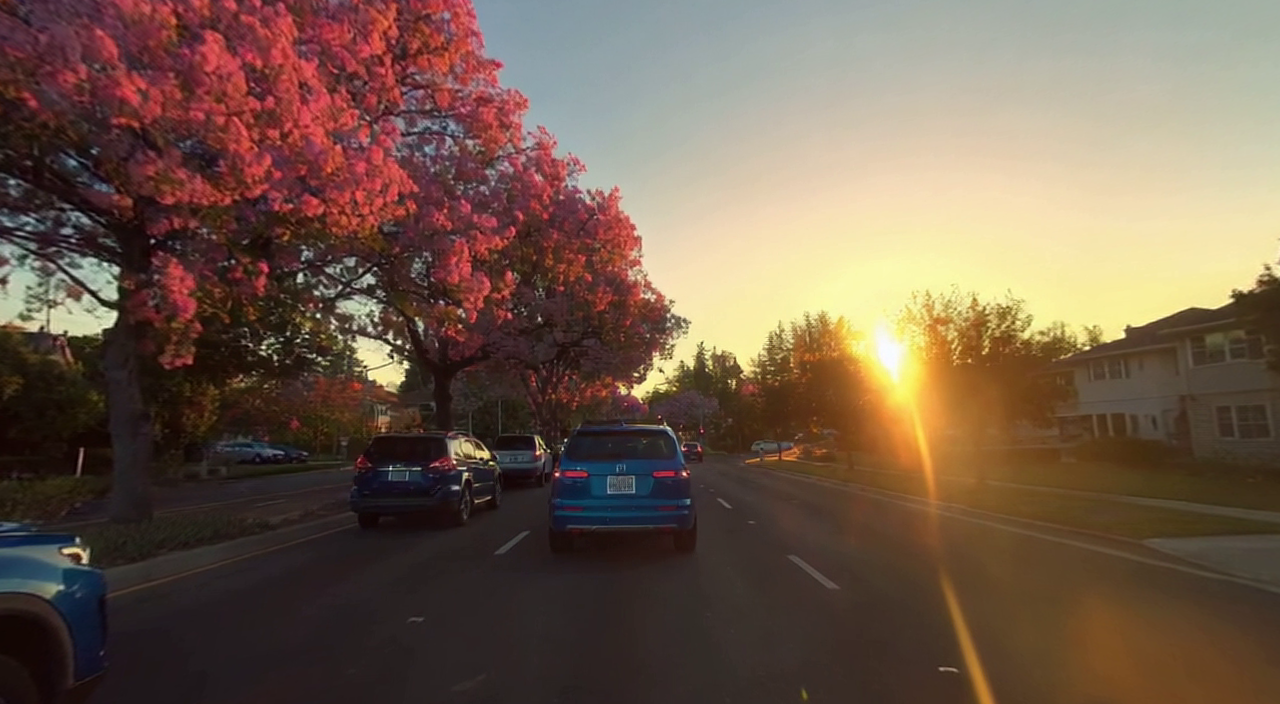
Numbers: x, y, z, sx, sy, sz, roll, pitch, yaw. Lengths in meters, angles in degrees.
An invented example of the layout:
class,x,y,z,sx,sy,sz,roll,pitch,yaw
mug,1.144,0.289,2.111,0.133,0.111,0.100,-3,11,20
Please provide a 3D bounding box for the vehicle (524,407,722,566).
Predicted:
class,x,y,z,sx,sy,sz,roll,pitch,yaw
vehicle,-0.192,1.744,8.878,2.112,1.693,4.058,0,-8,0

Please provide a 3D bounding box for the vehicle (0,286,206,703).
class,x,y,z,sx,sy,sz,roll,pitch,yaw
vehicle,-3.526,0.527,0.953,2.304,1.928,4.833,0,-8,-1

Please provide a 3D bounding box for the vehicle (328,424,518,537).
class,x,y,z,sx,sy,sz,roll,pitch,yaw
vehicle,-3.663,2.235,11.649,1.948,1.668,4.279,0,-8,0

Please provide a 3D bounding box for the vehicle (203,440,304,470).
class,x,y,z,sx,sy,sz,roll,pitch,yaw
vehicle,-28.505,7.583,46.832,5.856,2.096,2.481,3,-9,-18
